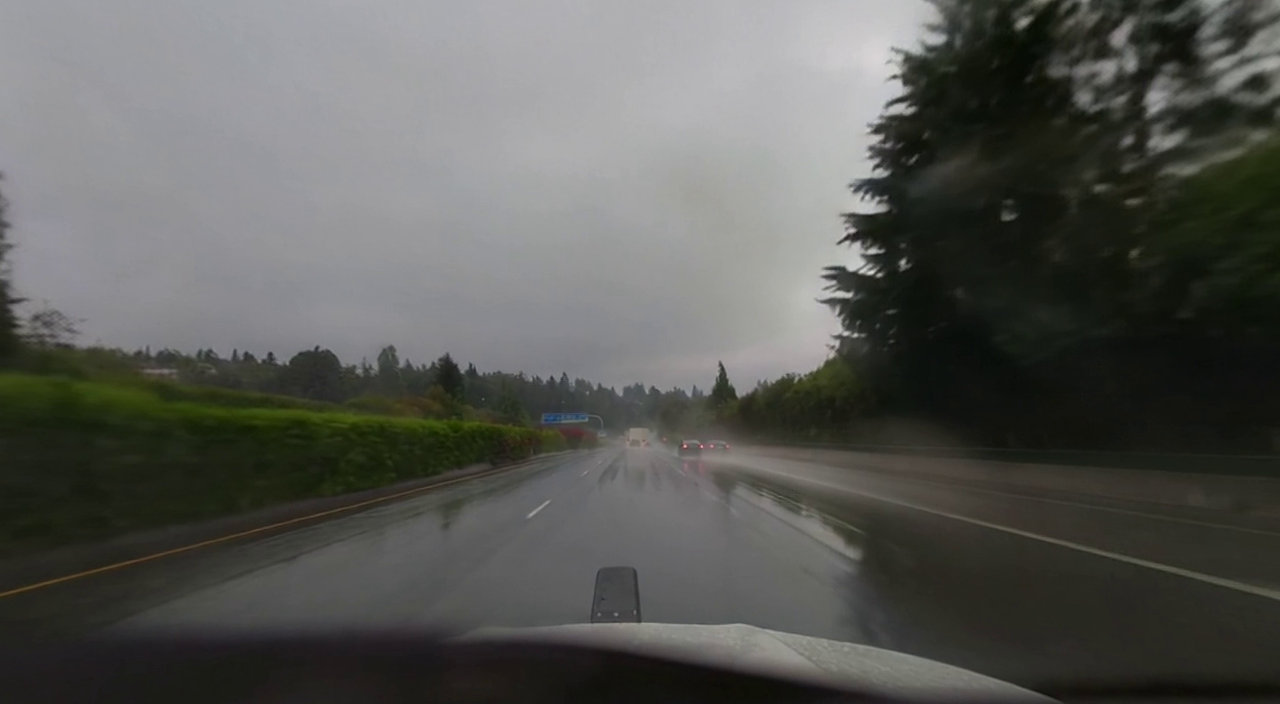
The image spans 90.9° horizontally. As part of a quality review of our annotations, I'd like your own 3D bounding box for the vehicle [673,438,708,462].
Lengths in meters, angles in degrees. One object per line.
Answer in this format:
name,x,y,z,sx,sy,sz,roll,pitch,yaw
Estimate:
vehicle,3.276,6.365,41.324,1.819,1.468,3.770,0,-8,-2
